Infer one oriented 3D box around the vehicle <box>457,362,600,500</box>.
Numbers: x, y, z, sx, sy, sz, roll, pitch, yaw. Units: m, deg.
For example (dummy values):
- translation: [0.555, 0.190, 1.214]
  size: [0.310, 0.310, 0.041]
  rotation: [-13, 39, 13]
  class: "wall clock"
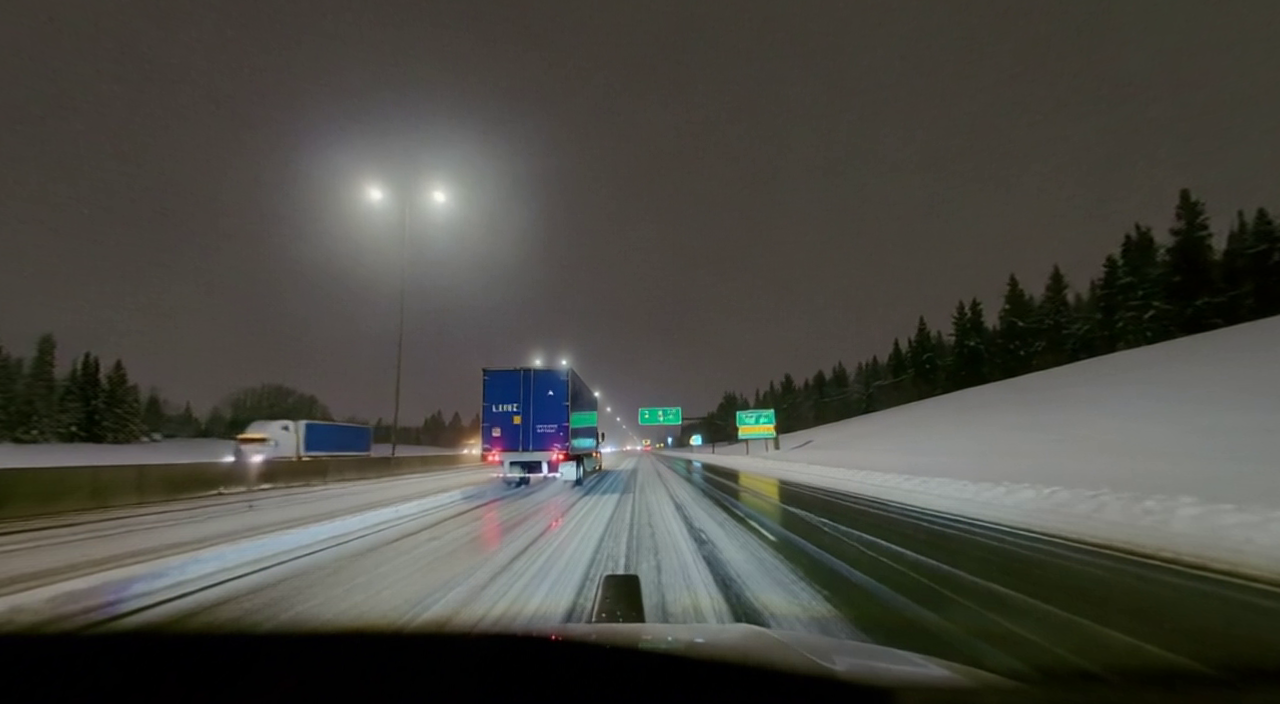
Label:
- translation: [-3.554, 3.099, 23.707]
  size: [3.059, 3.956, 11.036]
  rotation: [0, -9, 1]
  class: "vehicle"
